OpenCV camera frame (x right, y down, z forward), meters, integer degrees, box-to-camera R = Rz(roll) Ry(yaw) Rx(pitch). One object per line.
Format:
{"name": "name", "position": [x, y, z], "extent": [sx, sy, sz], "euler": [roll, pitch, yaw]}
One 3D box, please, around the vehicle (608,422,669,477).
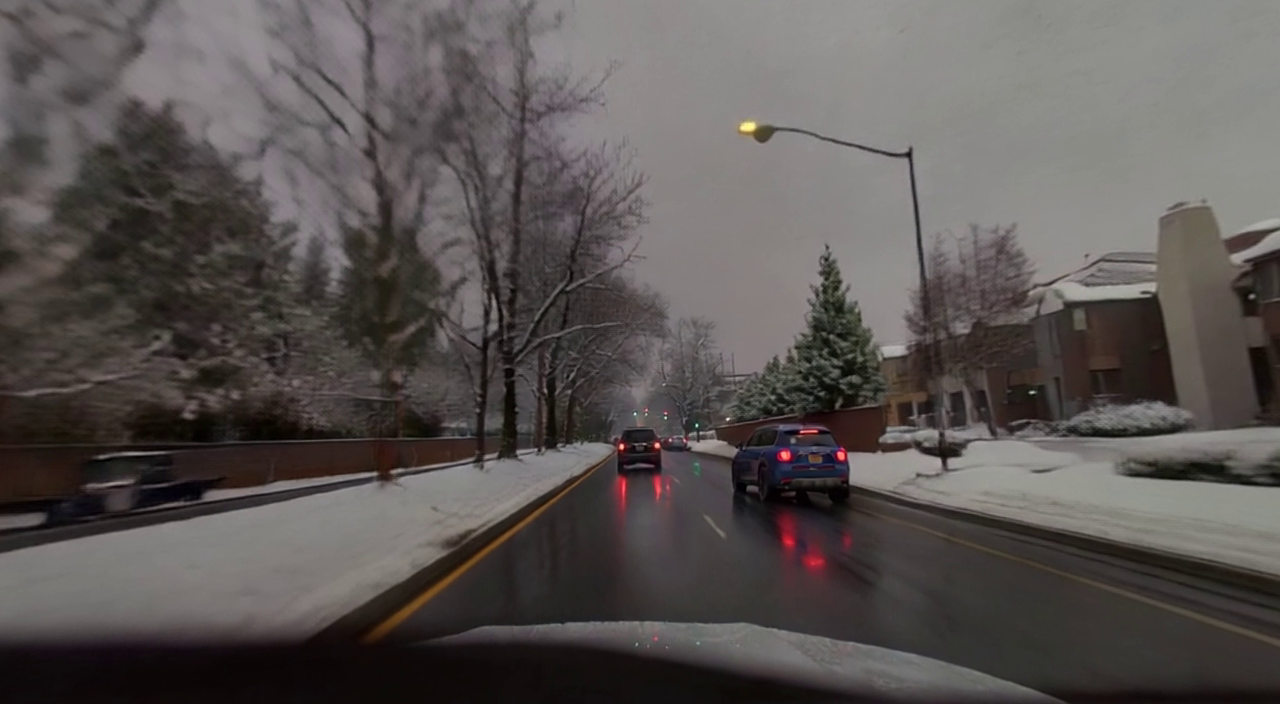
{"name": "vehicle", "position": [-0.084, 3.406, 22.046], "extent": [1.984, 1.777, 3.148], "euler": [0, -9, -1]}

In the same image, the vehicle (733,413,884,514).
{"name": "vehicle", "position": [3.201, 2.224, 12.918], "extent": [1.840, 1.709, 4.202], "euler": [0, -9, -1]}

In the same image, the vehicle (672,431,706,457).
{"name": "vehicle", "position": [3.197, 6.114, 41.574], "extent": [1.863, 1.610, 3.726], "euler": [0, -9, -1]}
